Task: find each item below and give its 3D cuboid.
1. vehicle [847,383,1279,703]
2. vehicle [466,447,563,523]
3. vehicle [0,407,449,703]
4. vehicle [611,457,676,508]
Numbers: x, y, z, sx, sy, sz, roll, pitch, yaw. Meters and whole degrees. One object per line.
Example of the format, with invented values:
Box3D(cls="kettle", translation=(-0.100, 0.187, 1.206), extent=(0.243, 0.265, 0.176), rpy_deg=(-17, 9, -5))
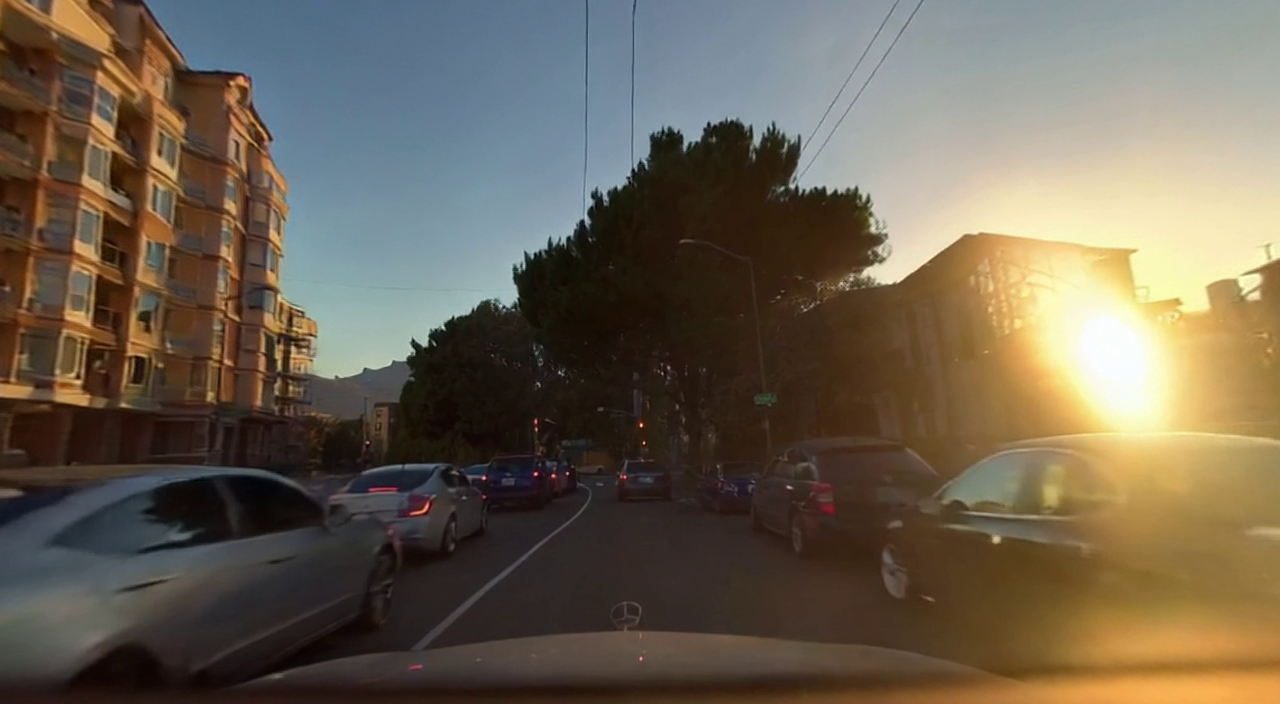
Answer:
Box3D(cls="vehicle", translation=(2.951, 1.147, 3.841), extent=(1.933, 1.501, 4.349), rpy_deg=(0, -9, 1))
Box3D(cls="vehicle", translation=(-2.979, 3.191, 15.580), extent=(1.778, 1.638, 3.059), rpy_deg=(0, -9, -1))
Box3D(cls="vehicle", translation=(-2.760, 1.158, 3.357), extent=(2.109, 1.477, 4.509), rpy_deg=(0, -9, -1))
Box3D(cls="vehicle", translation=(0.049, 4.362, 21.478), extent=(2.026, 1.496, 3.701), rpy_deg=(0, -9, -2))
